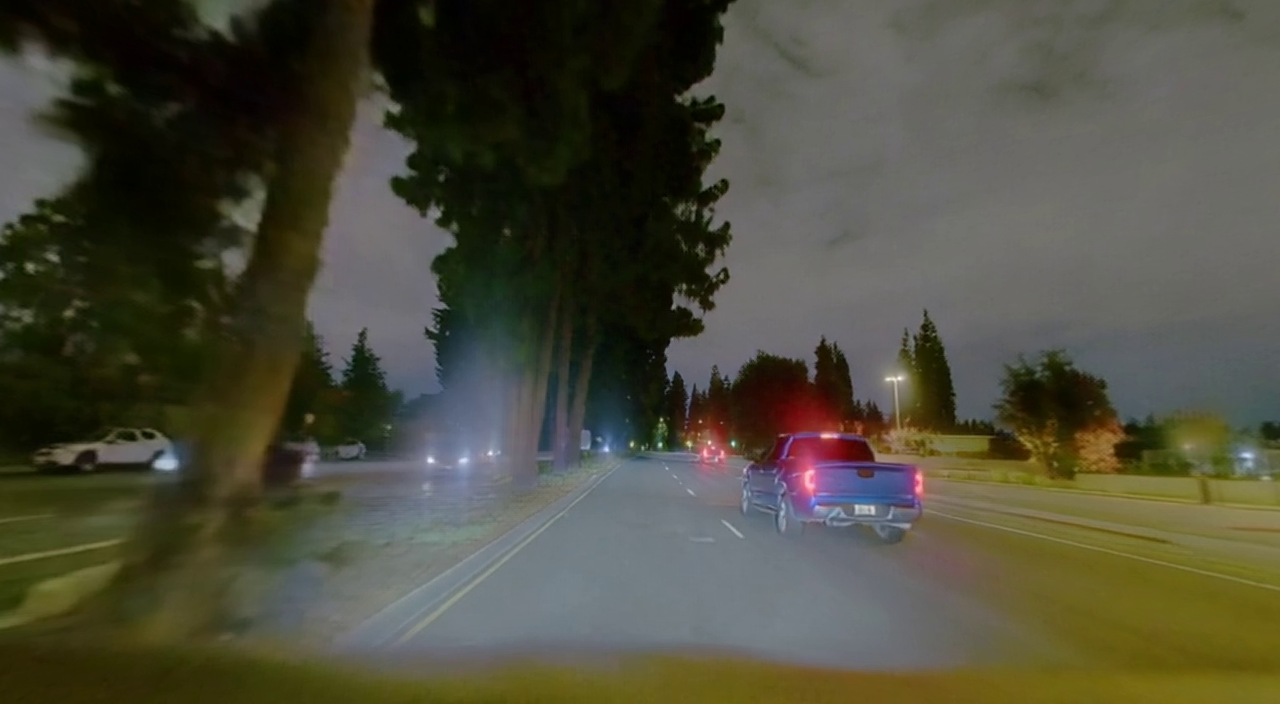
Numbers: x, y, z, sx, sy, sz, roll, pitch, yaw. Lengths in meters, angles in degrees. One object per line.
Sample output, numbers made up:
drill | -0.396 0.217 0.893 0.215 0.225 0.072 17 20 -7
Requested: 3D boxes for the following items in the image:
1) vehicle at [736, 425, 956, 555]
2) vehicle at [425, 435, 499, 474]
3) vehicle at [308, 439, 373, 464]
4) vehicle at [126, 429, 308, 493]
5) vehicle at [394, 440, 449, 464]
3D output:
vehicle | 3.105 2.182 10.773 2.108 1.712 4.616 0 -8 -1
vehicle | -8.104 4.728 29.215 2.121 1.639 4.525 0 -8 0
vehicle | -18.784 6.277 39.767 1.908 1.471 4.556 0 -8 -1
vehicle | -11.285 2.935 17.280 1.999 1.519 4.249 0 -8 1
vehicle | -14.296 6.596 41.564 1.981 1.485 4.614 0 -8 0
